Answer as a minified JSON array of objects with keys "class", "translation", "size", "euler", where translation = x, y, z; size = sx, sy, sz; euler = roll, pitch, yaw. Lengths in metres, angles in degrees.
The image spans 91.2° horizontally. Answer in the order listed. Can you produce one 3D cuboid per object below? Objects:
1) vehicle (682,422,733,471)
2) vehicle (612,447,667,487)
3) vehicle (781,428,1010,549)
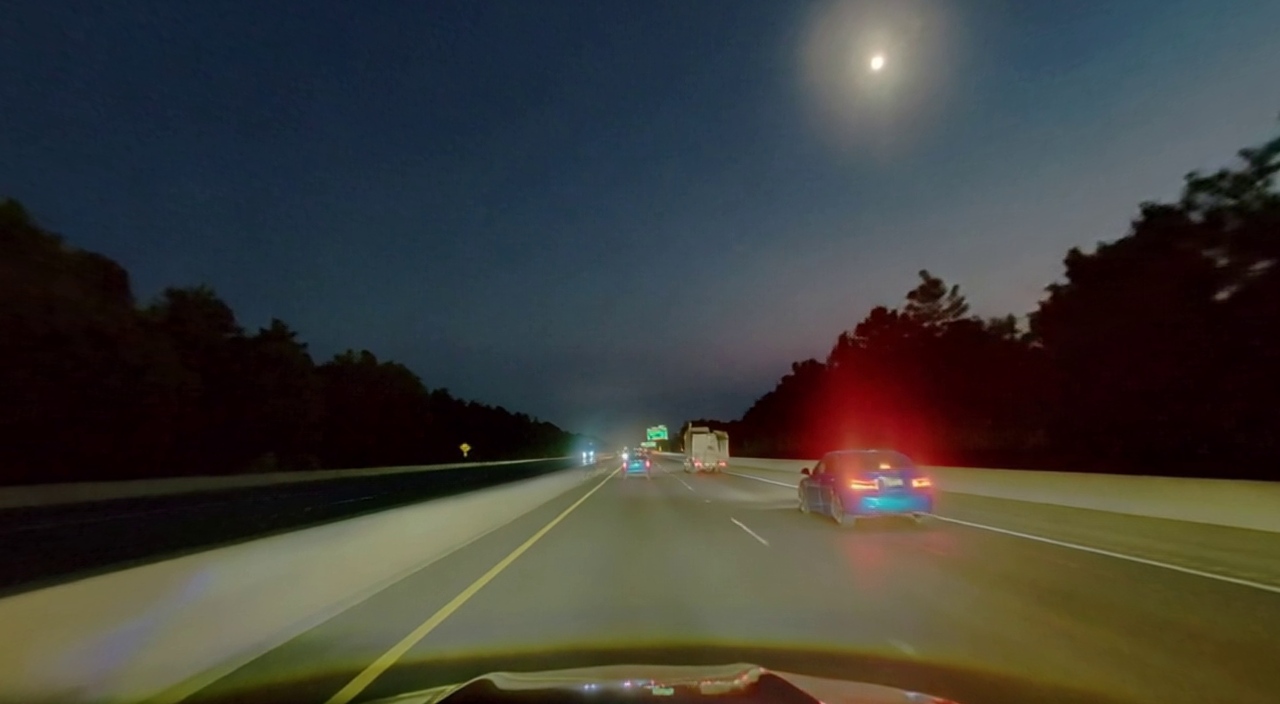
[{"class":"vehicle","translation":[4.682,6.795,45.047],"size":[2.791,3.201,7.145],"euler":[-1,-9,-1]},{"class":"vehicle","translation":[-0.026,4.655,25.667],"size":[2.066,1.490,3.759],"euler":[-1,-9,0]},{"class":"vehicle","translation":[3.781,2.089,10.231],"size":[1.953,1.540,4.101],"euler":[-1,-9,-1]}]
